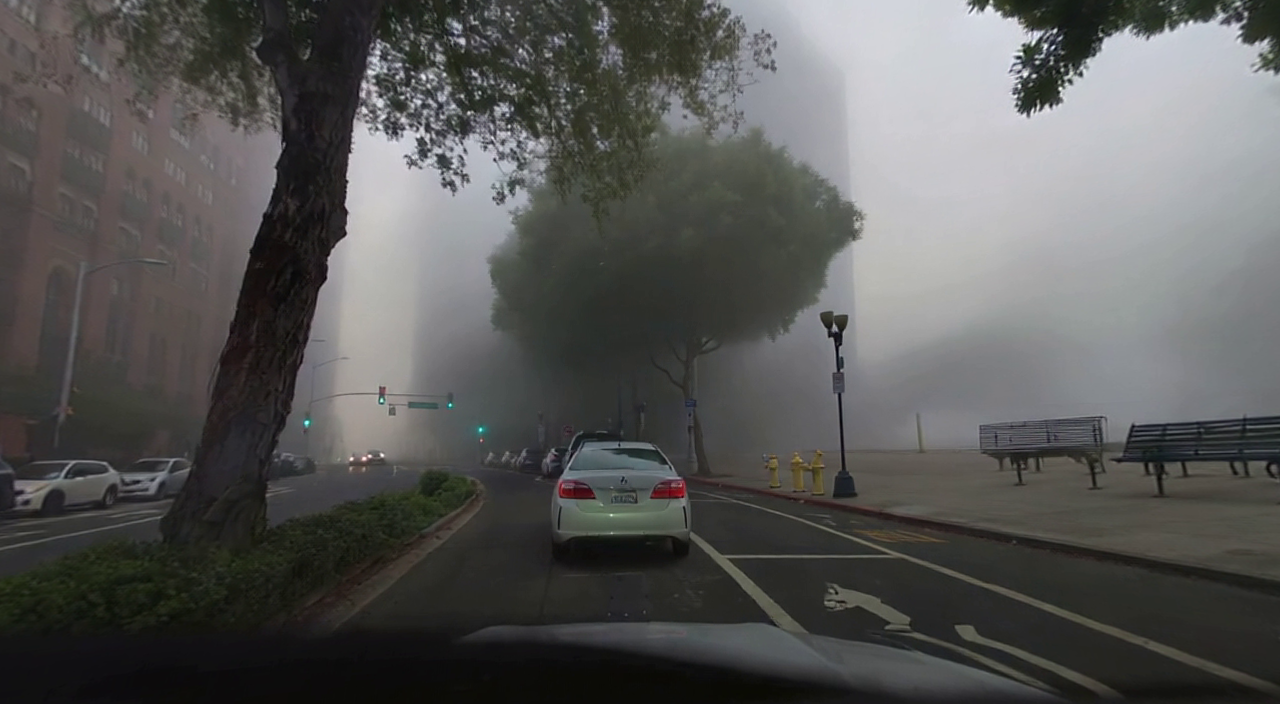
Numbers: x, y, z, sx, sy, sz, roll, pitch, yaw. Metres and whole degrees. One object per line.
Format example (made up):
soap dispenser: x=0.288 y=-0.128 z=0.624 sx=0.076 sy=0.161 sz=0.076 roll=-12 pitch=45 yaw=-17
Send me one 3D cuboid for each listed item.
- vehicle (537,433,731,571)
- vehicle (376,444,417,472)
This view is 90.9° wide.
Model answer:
vehicle: x=-0.253 y=1.939 z=9.008 sx=2.142 sy=1.475 sz=4.051 roll=1 pitch=-8 yaw=-6
vehicle: x=-16.941 y=7.331 z=43.973 sx=2.155 sy=1.802 sz=4.520 roll=2 pitch=-9 yaw=-15
